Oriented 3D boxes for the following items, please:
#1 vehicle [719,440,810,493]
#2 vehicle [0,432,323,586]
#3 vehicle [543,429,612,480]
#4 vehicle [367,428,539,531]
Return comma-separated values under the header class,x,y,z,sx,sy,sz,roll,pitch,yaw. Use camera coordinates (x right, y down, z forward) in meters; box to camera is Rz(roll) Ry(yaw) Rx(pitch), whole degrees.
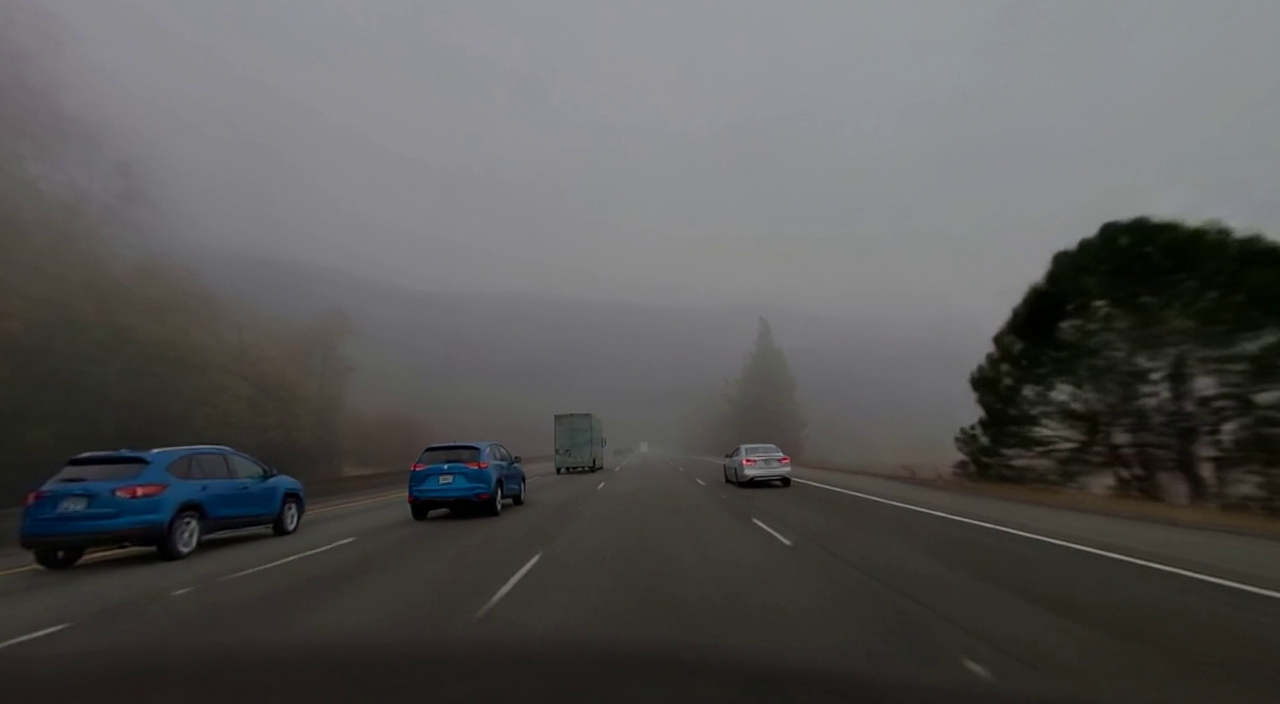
class,x,y,z,sx,sy,sz,roll,pitch,yaw
vehicle,4.044,3.795,21.321,2.071,1.570,4.637,0,-8,0
vehicle,-6.913,2.040,9.179,2.084,1.639,4.648,0,-8,1
vehicle,-2.769,4.774,29.492,2.494,2.136,5.539,0,-8,2
vehicle,-3.503,2.473,12.789,2.080,1.716,4.207,0,-8,2
